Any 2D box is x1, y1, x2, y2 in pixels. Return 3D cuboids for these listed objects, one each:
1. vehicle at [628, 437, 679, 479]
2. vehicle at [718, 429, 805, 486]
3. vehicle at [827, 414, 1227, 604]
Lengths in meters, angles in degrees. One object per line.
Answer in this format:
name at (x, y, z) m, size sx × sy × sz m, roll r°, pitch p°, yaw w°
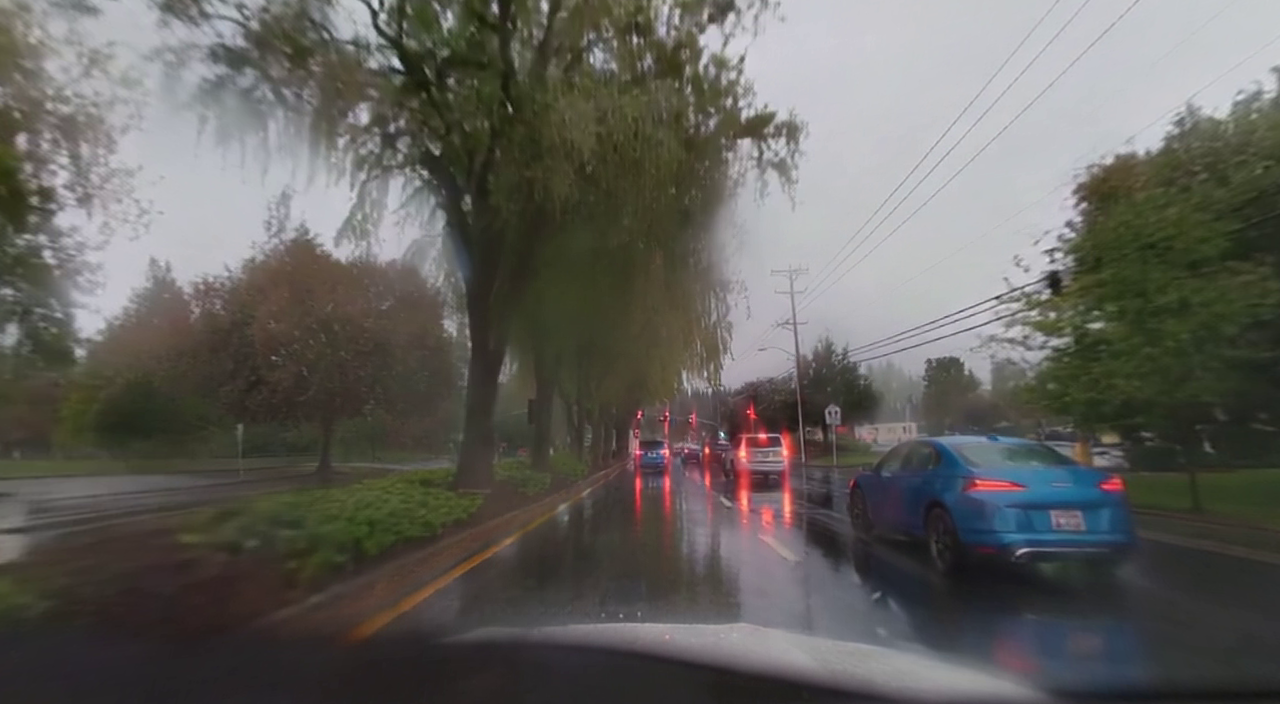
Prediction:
vehicle at (0.607, 4.854, 28.985) m, size 2.163 × 1.746 × 4.073 m, roll -1°, pitch -9°, yaw 1°
vehicle at (4.340, 3.915, 23.500) m, size 2.254 × 1.840 × 4.918 m, roll -1°, pitch -9°, yaw 0°
vehicle at (3.805, 1.622, 7.367) m, size 1.881 × 1.512 × 4.294 m, roll -1°, pitch -9°, yaw -1°
